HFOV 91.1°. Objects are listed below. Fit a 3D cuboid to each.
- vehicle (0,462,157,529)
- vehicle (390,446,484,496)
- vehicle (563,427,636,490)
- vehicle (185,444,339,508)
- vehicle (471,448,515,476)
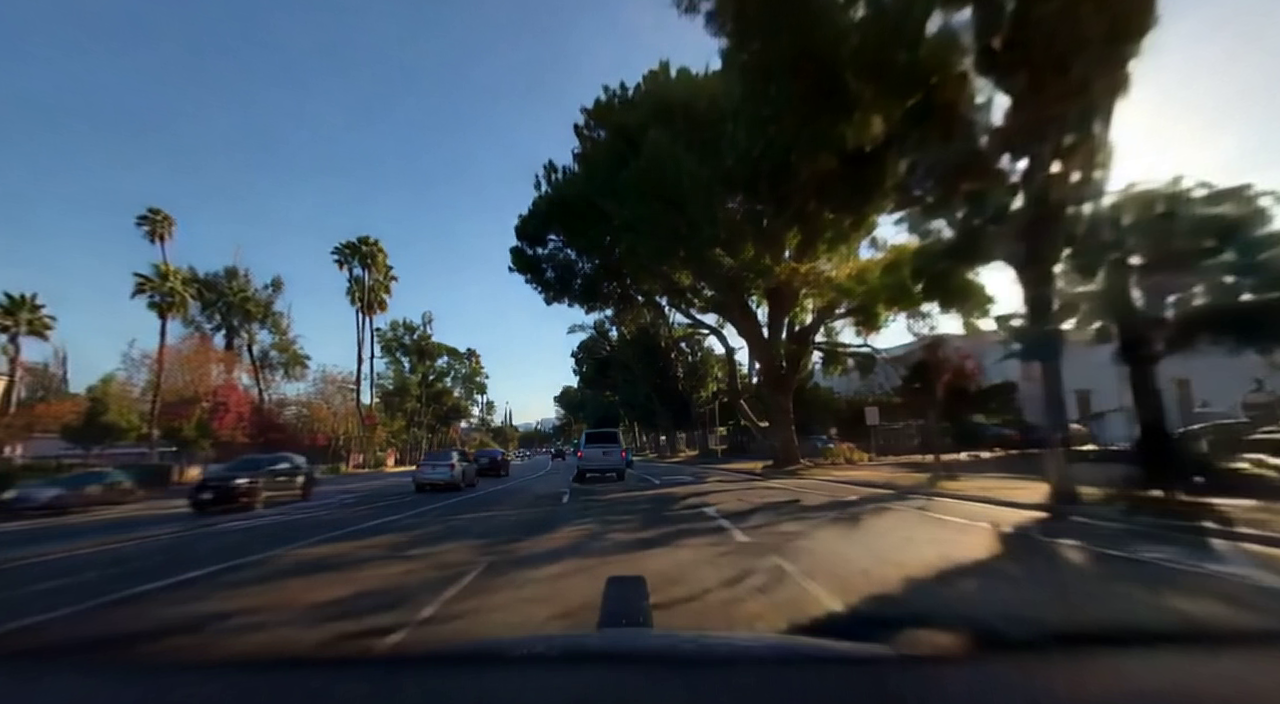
[{"bbox_3d":[-15.669,3.814,17.149,1.971,1.518,3.772,0,-9,-2],"label":"vehicle"},{"bbox_3d":[-7.041,4.140,22.289,2.016,1.576,4.215,0,-9,-1],"label":"vehicle"},{"bbox_3d":[-1.704,4.114,24.668,2.507,2.161,6.049,1,-9,-6],"label":"vehicle"},{"bbox_3d":[-12.213,3.991,20.798,2.213,1.857,4.830,0,-9,-2],"label":"vehicle"},{"bbox_3d":[-9.775,7.304,41.984,2.114,1.698,4.415,0,-9,-3],"label":"vehicle"}]
